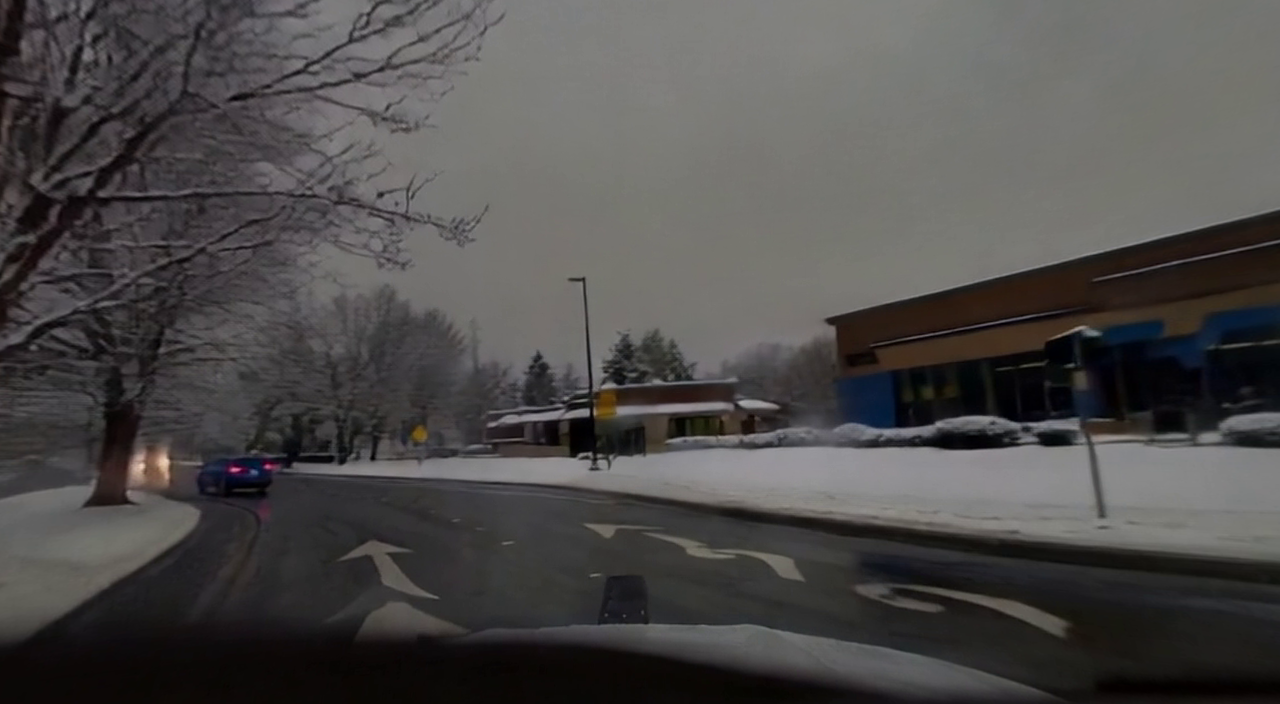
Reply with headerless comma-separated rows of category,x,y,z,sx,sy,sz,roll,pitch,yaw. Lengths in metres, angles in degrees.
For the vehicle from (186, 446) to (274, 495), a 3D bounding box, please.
vehicle,-17.365,4.929,26.582,2.146,1.814,5.110,8,-13,-42
